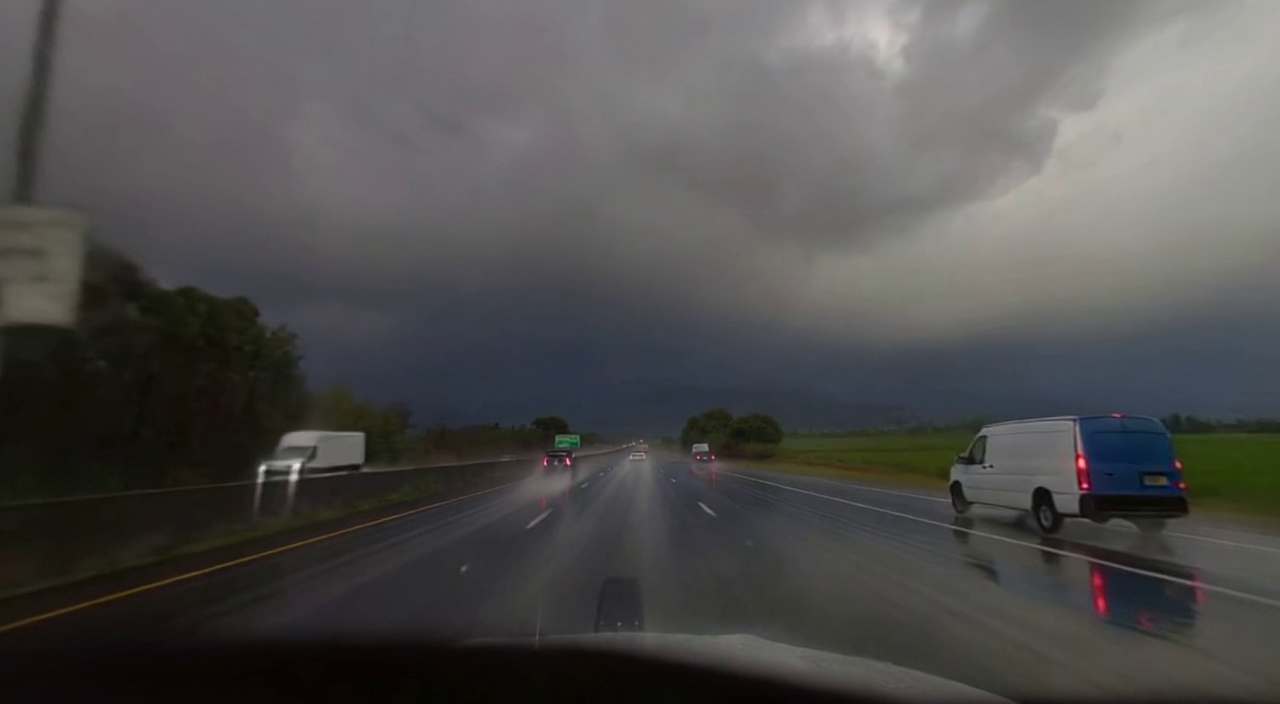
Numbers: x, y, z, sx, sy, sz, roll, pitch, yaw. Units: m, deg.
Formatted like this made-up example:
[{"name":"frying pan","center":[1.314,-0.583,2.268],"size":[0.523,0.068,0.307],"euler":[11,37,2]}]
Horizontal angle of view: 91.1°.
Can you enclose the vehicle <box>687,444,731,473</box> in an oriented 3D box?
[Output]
[{"name":"vehicle","center":[4.108,6.448,38.340],"size":[2.069,1.625,4.832],"euler":[0,-9,-1]}]

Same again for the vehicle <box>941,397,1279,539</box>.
[{"name":"vehicle","center":[7.744,1.994,11.269],"size":[2.133,1.933,4.986],"euler":[0,-9,-1]}]

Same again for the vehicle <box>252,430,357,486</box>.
[{"name":"vehicle","center":[-18.753,5.958,35.668],"size":[2.222,2.806,6.915],"euler":[0,-9,-1]}]

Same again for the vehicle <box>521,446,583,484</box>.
[{"name":"vehicle","center":[-3.840,5.018,28.244],"size":[2.160,1.530,4.500],"euler":[0,-9,0]}]
